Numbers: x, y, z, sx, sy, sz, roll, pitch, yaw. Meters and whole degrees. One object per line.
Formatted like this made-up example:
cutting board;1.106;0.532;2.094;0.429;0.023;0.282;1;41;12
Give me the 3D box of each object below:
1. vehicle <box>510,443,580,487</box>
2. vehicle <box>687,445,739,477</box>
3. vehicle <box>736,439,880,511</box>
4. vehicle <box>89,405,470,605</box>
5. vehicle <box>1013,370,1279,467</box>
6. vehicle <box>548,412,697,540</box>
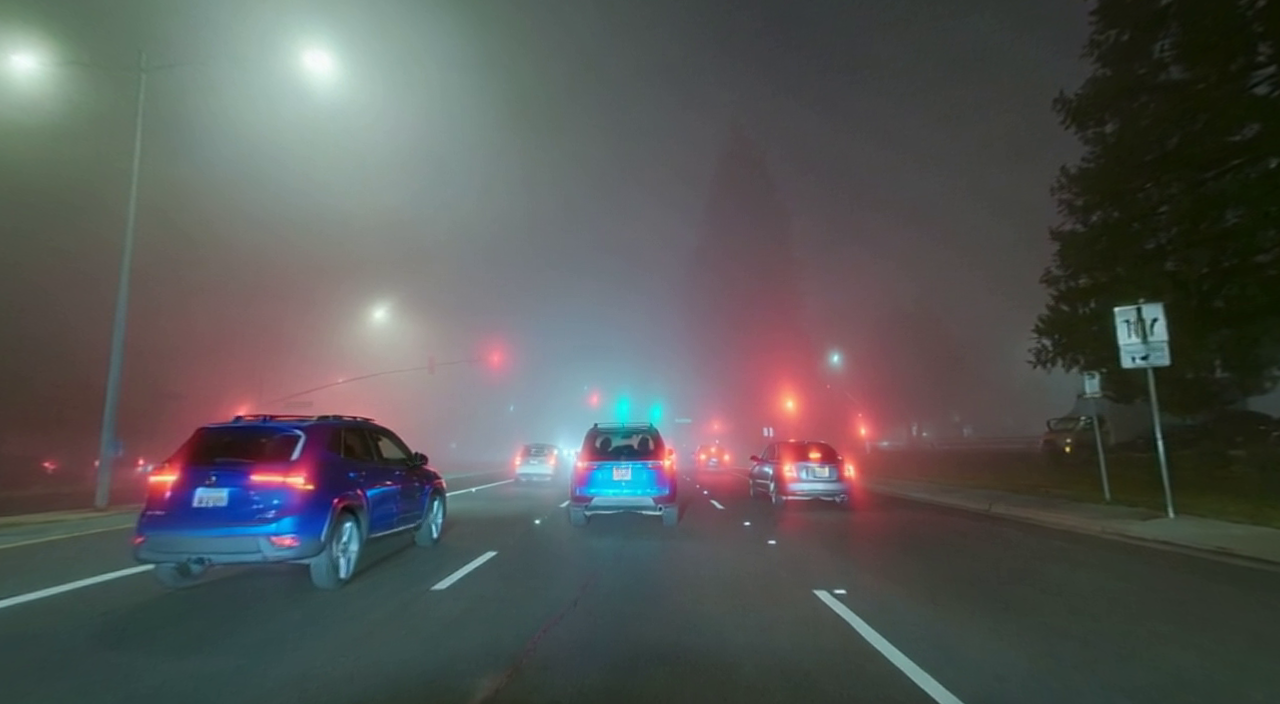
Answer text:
vehicle;-3.420;4.135;23.407;1.897;1.479;4.204;0;-8;1
vehicle;3.528;5.299;31.068;1.996;1.443;4.270;0;-8;-1
vehicle;3.890;2.934;15.608;2.036;1.480;4.659;0;-8;-3
vehicle;-3.716;1.643;7.661;2.039;1.709;4.265;0;-8;1
vehicle;17.825;2.400;22.397;7.314;3.230;2.680;0;-8;-1
vehicle;-0.251;2.107;11.349;2.132;1.816;4.471;0;-8;0
